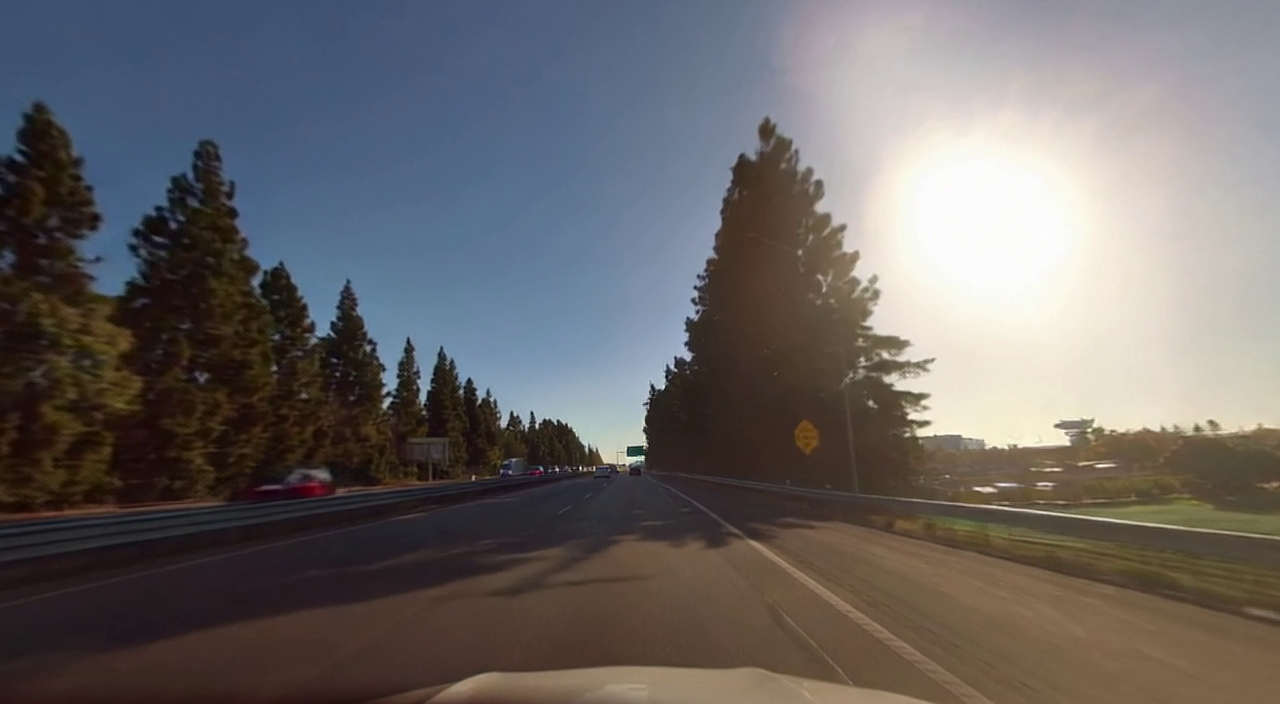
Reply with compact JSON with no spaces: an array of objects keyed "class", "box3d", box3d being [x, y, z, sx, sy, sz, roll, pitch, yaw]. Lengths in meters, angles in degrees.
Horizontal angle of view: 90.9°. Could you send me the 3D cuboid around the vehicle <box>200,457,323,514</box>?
[{"class":"vehicle","box3d":[-12.314,4.370,20.822,1.680,1.675,3.717,1,-11,0]}]
